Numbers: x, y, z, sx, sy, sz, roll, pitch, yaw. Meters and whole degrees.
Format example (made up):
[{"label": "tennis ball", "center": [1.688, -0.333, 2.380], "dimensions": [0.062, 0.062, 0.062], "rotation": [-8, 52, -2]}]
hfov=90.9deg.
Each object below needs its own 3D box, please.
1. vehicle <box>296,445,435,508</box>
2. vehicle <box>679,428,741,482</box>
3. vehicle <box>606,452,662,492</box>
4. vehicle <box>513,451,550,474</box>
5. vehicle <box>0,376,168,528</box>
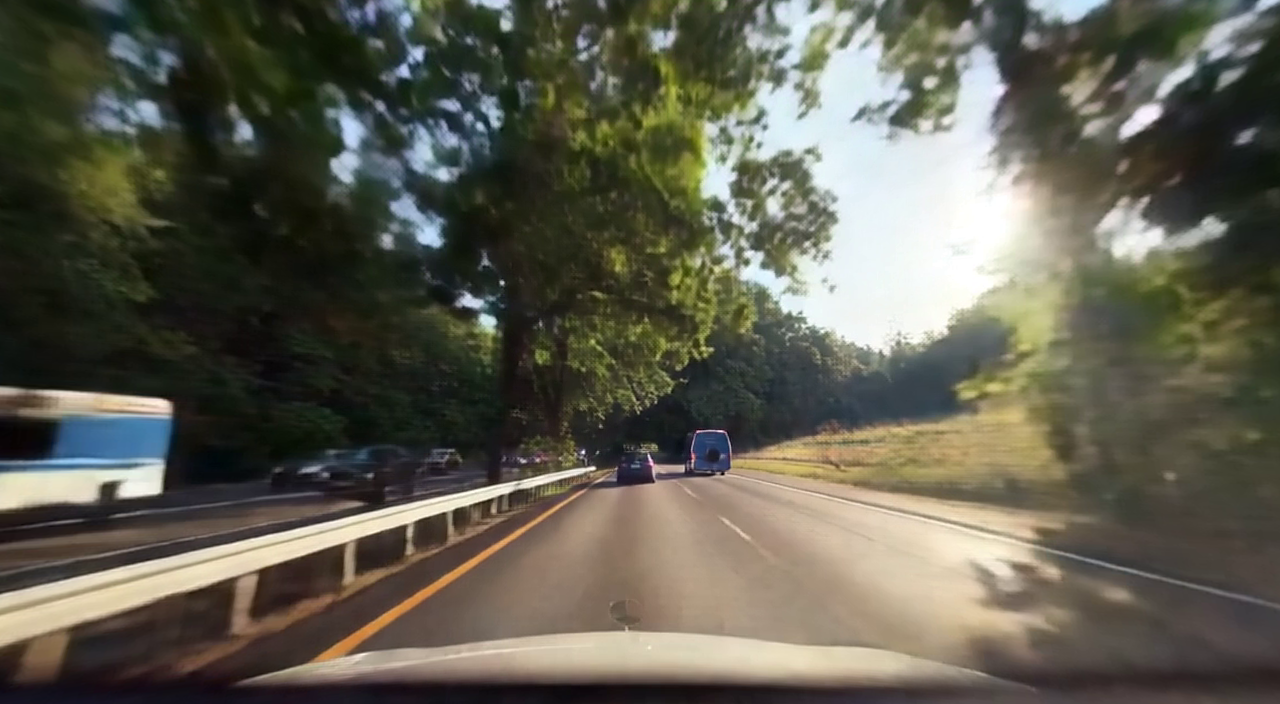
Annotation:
[{"label": "vehicle", "center": [-7.348, 3.355, 17.431], "dimensions": [1.926, 1.492, 4.272], "rotation": [-1, -9, 0]}, {"label": "vehicle", "center": [3.705, 5.668, 34.740], "dimensions": [2.513, 2.633, 5.930], "rotation": [0, -9, -2]}, {"label": "vehicle", "center": [-0.241, 4.743, 25.205], "dimensions": [2.037, 1.417, 3.885], "rotation": [0, -9, 0]}, {"label": "vehicle", "center": [-7.494, 7.673, 43.926], "dimensions": [1.833, 1.444, 4.120], "rotation": [-1, -9, 1]}, {"label": "vehicle", "center": [-12.210, 1.805, 11.270], "dimensions": [2.661, 2.552, 6.070], "rotation": [-1, -9, 1]}]
